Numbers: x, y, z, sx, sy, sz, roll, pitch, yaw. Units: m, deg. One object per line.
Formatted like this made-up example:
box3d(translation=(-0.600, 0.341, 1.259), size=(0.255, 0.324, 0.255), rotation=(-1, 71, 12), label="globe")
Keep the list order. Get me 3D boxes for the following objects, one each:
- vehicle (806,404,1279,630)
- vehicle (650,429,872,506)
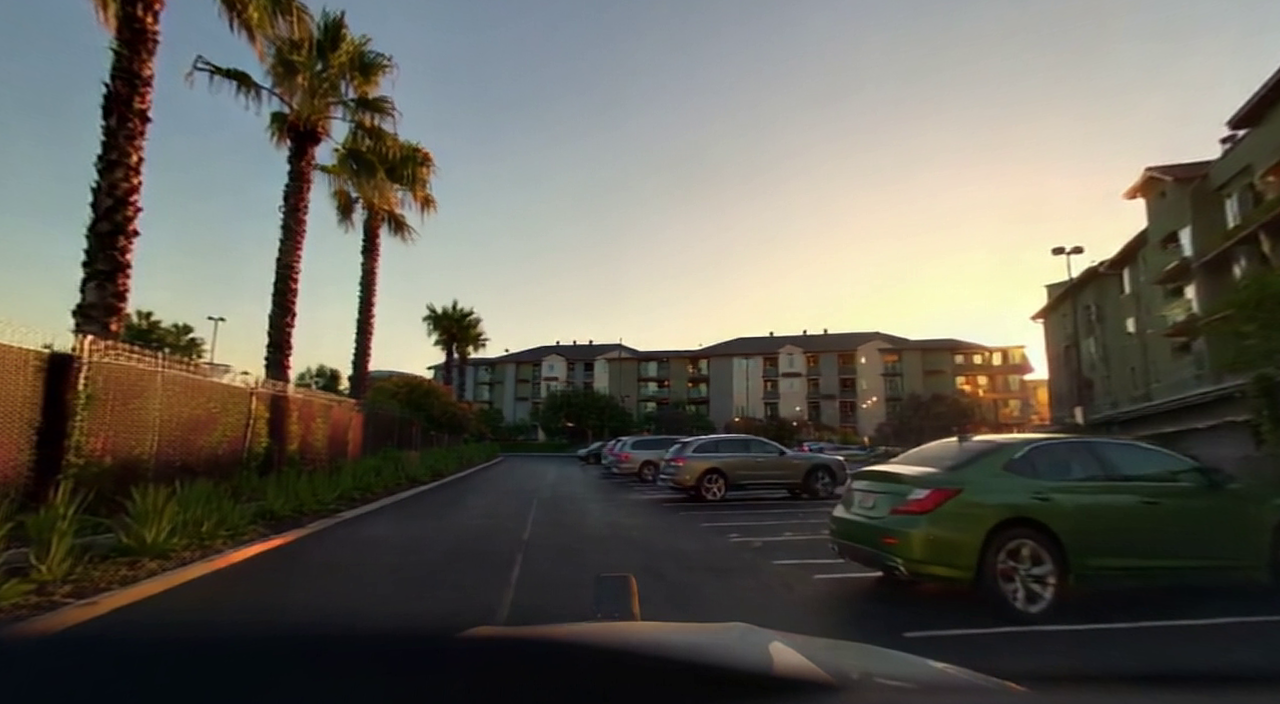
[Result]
box3d(translation=(4.168, 1.439, 5.726), size=(4.803, 1.520, 1.894), rotation=(5, -9, -11), label="vehicle")
box3d(translation=(3.122, 3.003, 16.792), size=(5.381, 1.826, 2.047), rotation=(2, -9, -12), label="vehicle")
